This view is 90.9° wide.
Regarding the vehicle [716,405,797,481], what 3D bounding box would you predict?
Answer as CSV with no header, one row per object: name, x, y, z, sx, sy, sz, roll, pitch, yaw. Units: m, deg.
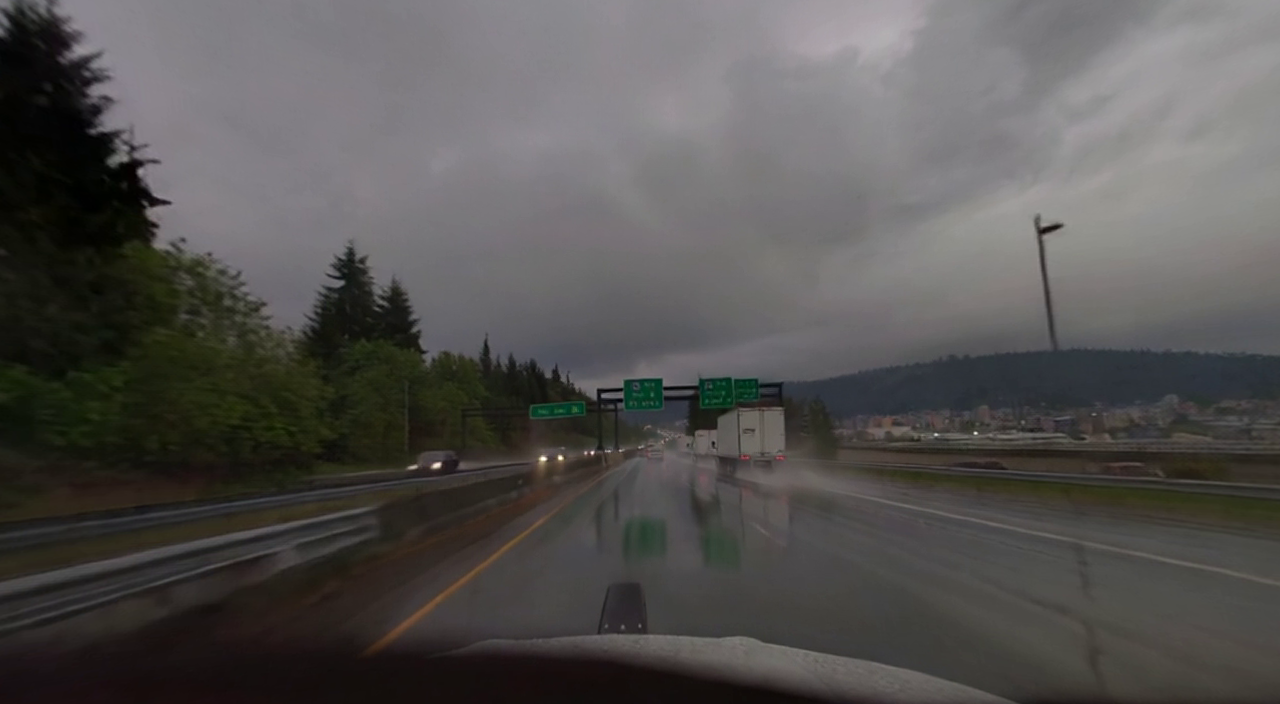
vehicle,5.665,4.612,31.919,2.743,3.367,7.306,0,-9,1

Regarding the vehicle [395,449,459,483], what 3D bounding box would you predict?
vehicle,-12.955,6.937,38.688,2.050,1.910,4.994,0,-9,1

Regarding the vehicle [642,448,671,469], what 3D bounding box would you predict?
vehicle,1.181,7.868,46.663,2.049,1.500,3.790,0,-9,1
